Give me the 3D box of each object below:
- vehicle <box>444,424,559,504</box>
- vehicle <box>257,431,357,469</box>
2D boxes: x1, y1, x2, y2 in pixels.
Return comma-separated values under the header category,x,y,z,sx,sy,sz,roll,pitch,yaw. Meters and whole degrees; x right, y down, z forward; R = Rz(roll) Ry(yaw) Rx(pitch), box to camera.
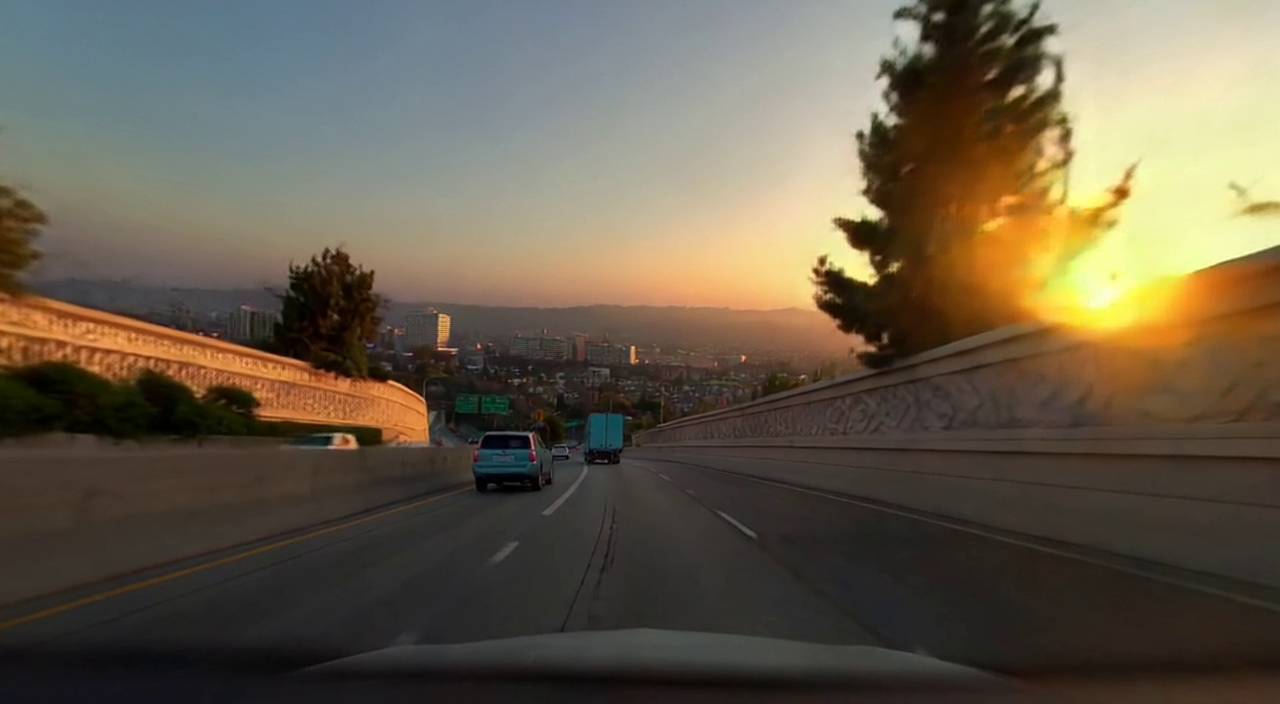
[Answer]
category,x,y,z,sx,sy,sz,roll,pitch,yaw
vehicle,-3.351,2.813,16.187,2.041,1.734,4.391,0,-9,-1
vehicle,-14.251,4.246,27.305,1.938,1.503,4.661,1,-9,-2
